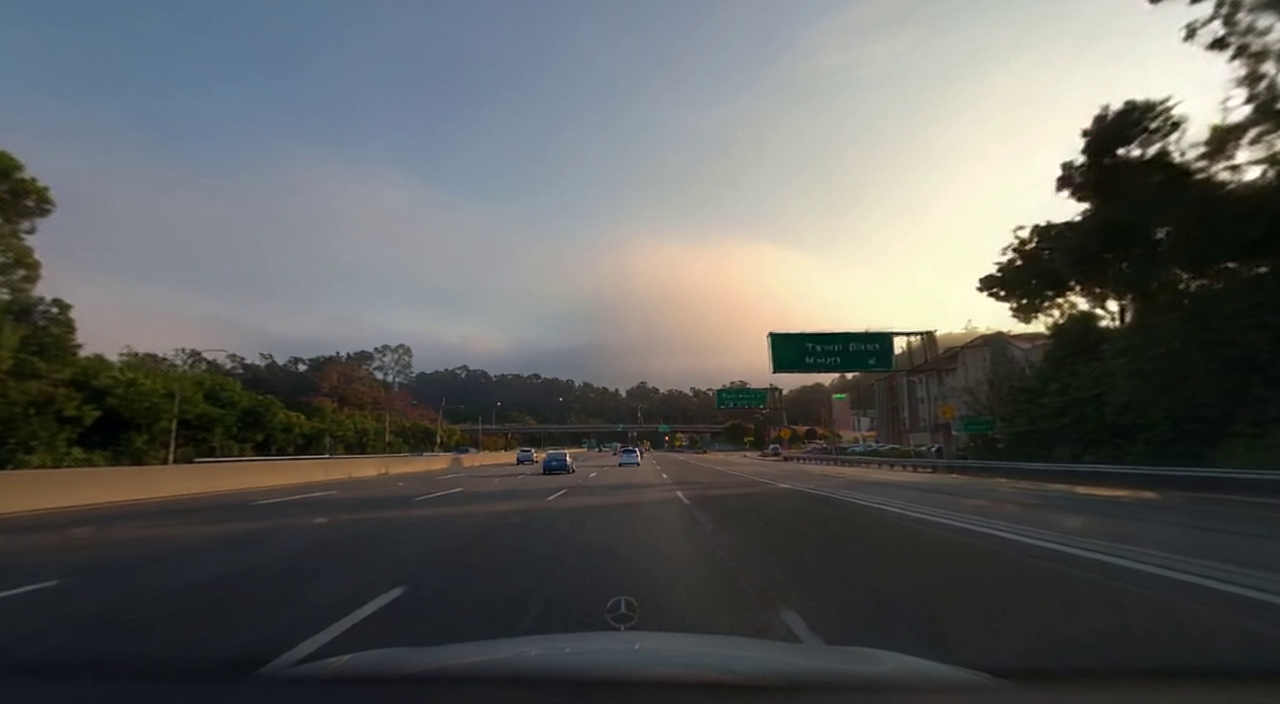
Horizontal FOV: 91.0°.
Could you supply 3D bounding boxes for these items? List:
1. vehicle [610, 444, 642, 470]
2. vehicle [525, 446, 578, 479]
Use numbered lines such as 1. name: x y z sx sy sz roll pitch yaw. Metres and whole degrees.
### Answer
1. vehicle: -0.898 7.300 43.985 2.102 1.692 4.057 0 -9 1
2. vehicle: -4.480 5.647 32.495 2.071 1.553 4.388 0 -9 1
